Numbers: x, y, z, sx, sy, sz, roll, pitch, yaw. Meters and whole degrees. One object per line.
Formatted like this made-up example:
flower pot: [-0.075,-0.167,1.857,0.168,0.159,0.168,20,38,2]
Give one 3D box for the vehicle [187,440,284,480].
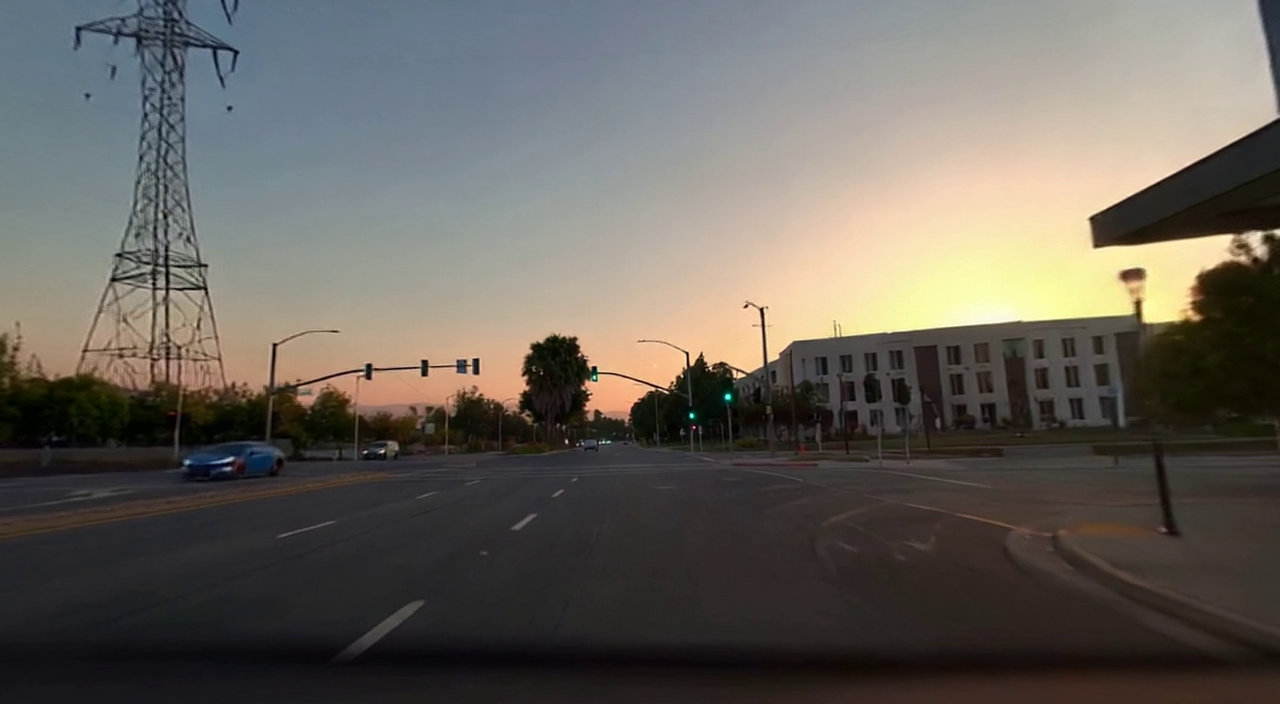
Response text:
vehicle: [-20.700,5.515,32.585,2.097,1.858,4.601,0,-9,-3]
